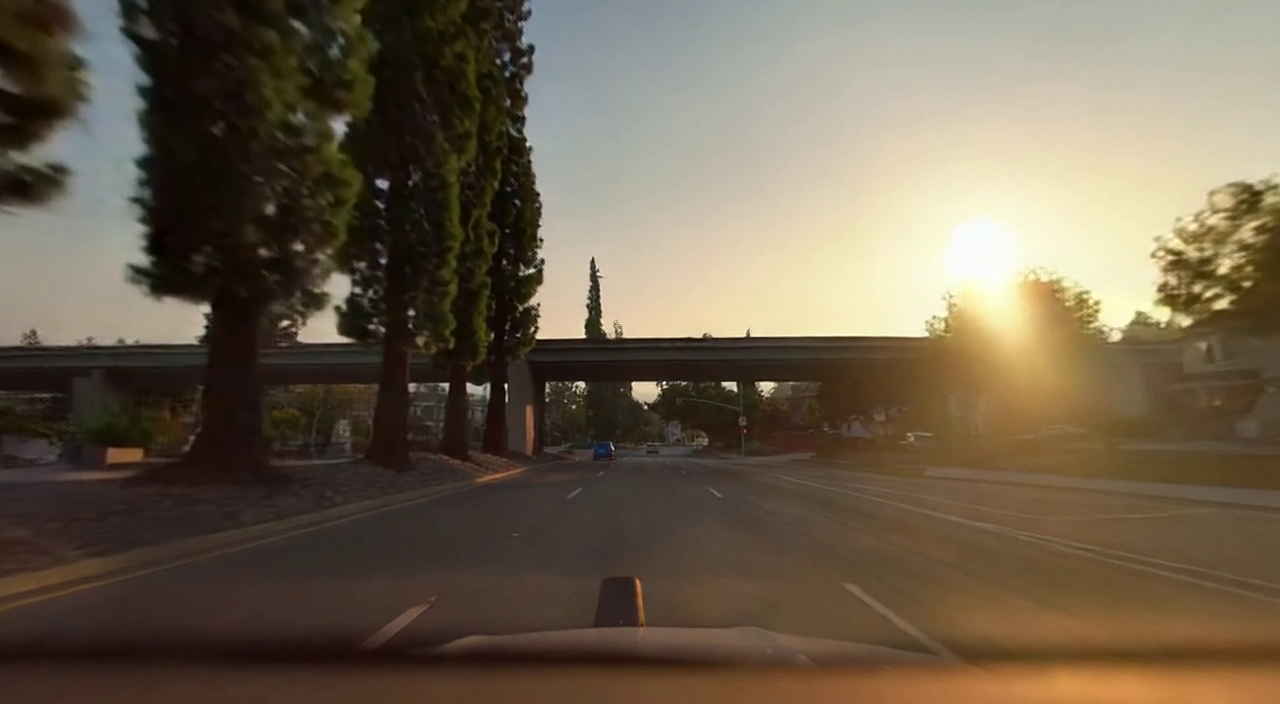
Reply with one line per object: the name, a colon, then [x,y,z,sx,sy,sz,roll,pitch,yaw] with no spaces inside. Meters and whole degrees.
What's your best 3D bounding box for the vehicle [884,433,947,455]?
vehicle: [19.790,6.603,45.416,3.688,1.489,1.667,1,-9,-4]
